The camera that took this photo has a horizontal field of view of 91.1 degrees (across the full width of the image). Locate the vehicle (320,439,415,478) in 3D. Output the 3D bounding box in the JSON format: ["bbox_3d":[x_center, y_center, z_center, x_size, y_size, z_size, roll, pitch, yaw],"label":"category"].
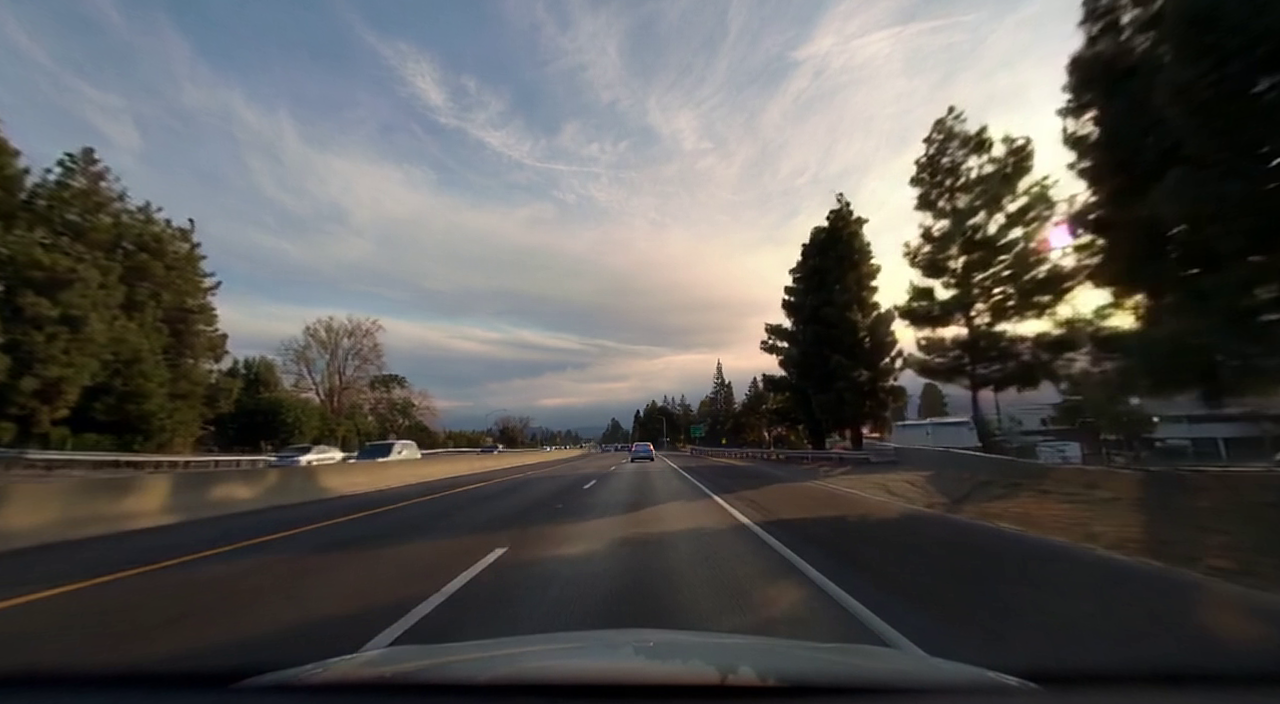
[{"bbox_3d":[-13.574,5.317,31.771,2.227,1.784,5.689,0,-8,0],"label":"vehicle"}]

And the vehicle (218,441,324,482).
[{"bbox_3d":[-18.046,5.340,31.020,2.208,1.872,4.899,0,-8,1],"label":"vehicle"}]

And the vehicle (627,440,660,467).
[{"bbox_3d":[0.201,6.576,40.980,2.029,1.666,4.064,0,-8,-1],"label":"vehicle"}]
